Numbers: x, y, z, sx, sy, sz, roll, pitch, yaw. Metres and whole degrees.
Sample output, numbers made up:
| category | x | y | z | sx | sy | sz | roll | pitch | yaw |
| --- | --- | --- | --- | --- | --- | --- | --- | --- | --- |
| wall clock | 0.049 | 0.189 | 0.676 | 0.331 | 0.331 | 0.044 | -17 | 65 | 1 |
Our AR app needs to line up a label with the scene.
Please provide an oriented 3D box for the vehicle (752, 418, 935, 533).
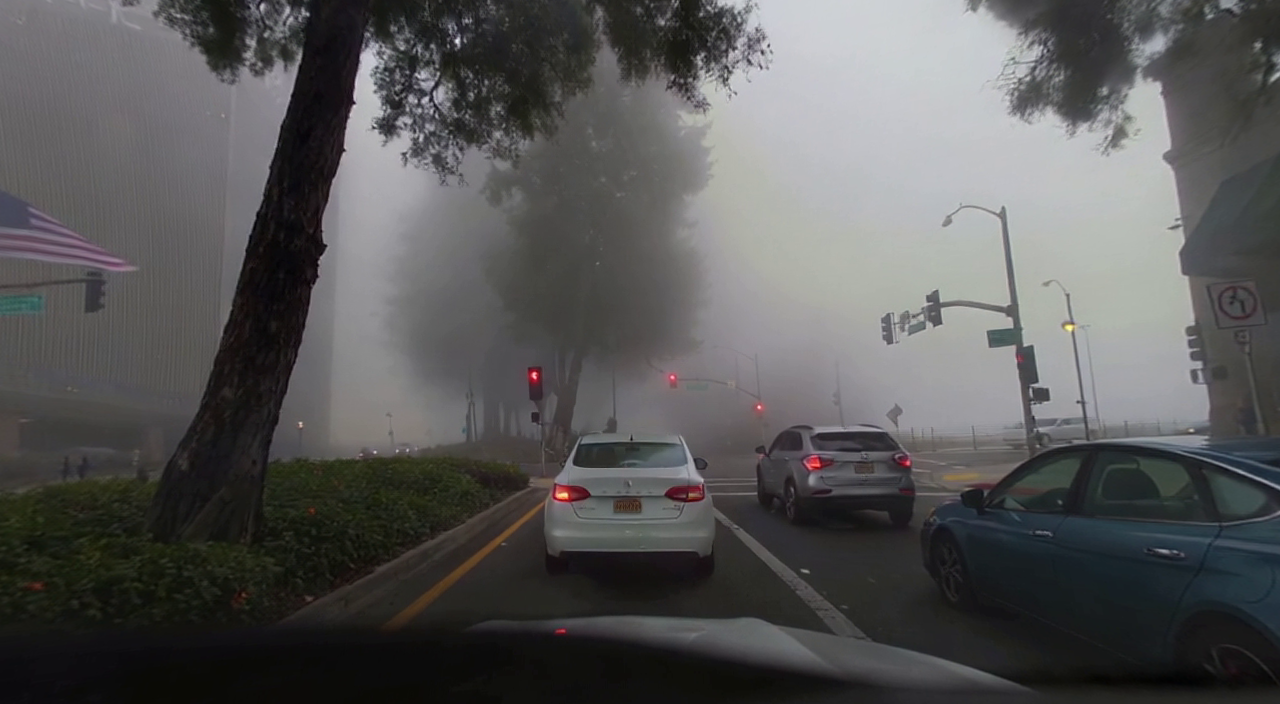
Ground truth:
| category | x | y | z | sx | sy | sz | roll | pitch | yaw |
| --- | --- | --- | --- | --- | --- | --- | --- | --- | --- |
| vehicle | 3.529 | 2.227 | 12.021 | 1.978 | 1.738 | 4.599 | 0 | -8 | 1 |

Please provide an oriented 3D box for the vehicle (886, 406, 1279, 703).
| category | x | y | z | sx | sy | sz | roll | pitch | yaw |
| --- | --- | --- | --- | --- | --- | --- | --- | --- | --- |
| vehicle | 3.379 | 1.190 | 4.073 | 1.833 | 1.465 | 4.258 | 0 | -8 | -1 |

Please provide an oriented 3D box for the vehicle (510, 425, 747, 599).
| category | x | y | z | sx | sy | sz | roll | pitch | yaw |
| --- | --- | --- | --- | --- | --- | --- | --- | --- | --- |
| vehicle | -0.112 | 1.699 | 7.550 | 2.096 | 1.521 | 3.747 | 0 | -8 | 0 |
